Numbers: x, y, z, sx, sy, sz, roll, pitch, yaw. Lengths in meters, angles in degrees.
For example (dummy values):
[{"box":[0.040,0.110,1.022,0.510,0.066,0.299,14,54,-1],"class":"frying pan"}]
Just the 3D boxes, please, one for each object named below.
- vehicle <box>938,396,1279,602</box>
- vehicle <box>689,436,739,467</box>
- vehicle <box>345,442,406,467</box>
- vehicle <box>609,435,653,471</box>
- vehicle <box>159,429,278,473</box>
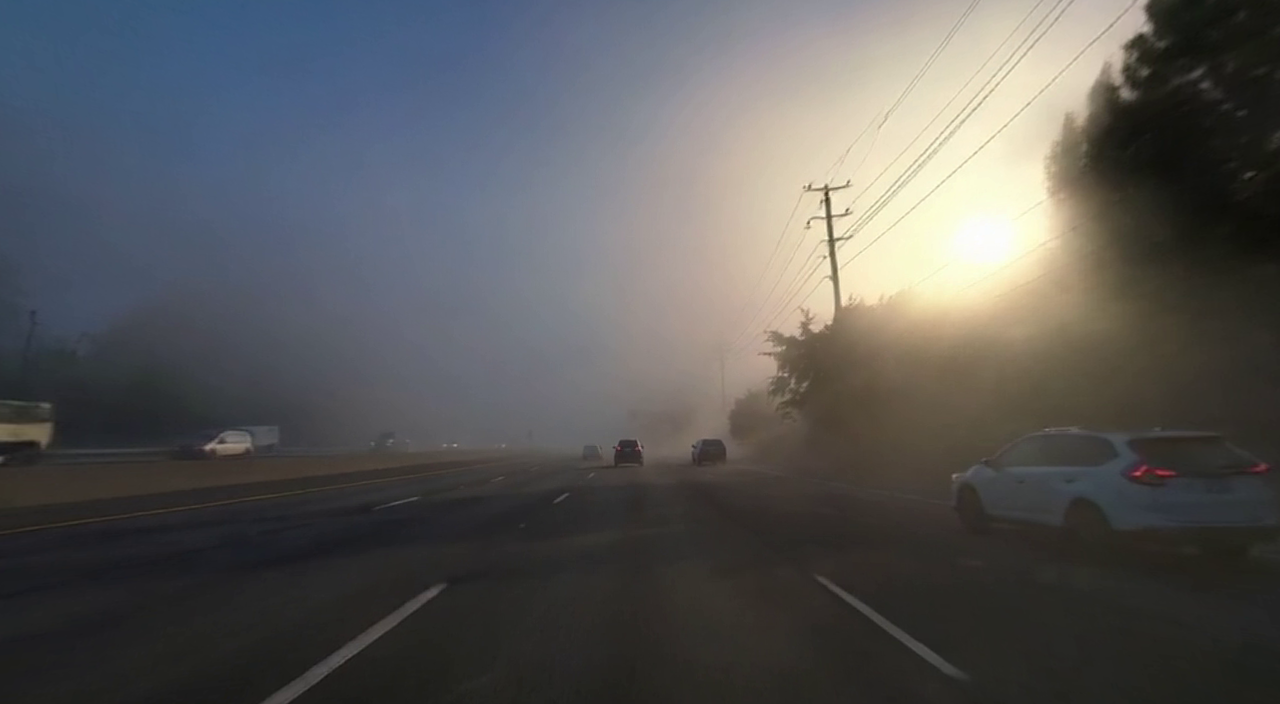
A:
[{"box":[5.999,1.604,7.794,2.102,1.723,4.745,1,-9,-3],"class":"vehicle"},{"box":[4.355,5.966,37.987,2.099,1.720,4.829,1,-9,-4],"class":"vehicle"},{"box":[-16.653,6.463,39.951,1.902,1.437,4.601,0,-8,0],"class":"vehicle"},{"box":[-0.543,5.331,33.417,2.192,1.769,4.287,0,-9,-2],"class":"vehicle"},{"box":[-16.390,3.886,24.812,1.838,1.551,4.182,0,-9,-2],"class":"vehicle"}]
